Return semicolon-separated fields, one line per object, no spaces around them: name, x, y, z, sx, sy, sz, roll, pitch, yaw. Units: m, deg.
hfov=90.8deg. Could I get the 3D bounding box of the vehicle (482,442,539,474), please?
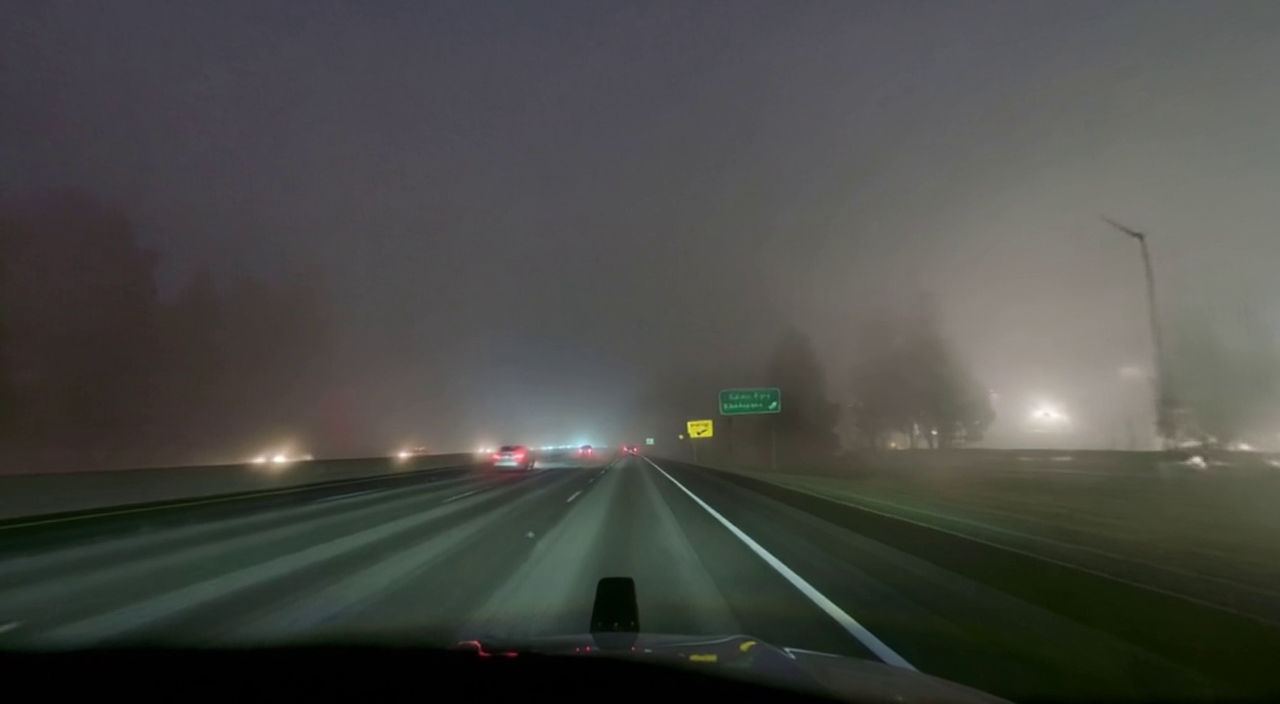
vehicle;-6.881;5.669;34.027;2.016;1.606;4.806;0;-9;0
